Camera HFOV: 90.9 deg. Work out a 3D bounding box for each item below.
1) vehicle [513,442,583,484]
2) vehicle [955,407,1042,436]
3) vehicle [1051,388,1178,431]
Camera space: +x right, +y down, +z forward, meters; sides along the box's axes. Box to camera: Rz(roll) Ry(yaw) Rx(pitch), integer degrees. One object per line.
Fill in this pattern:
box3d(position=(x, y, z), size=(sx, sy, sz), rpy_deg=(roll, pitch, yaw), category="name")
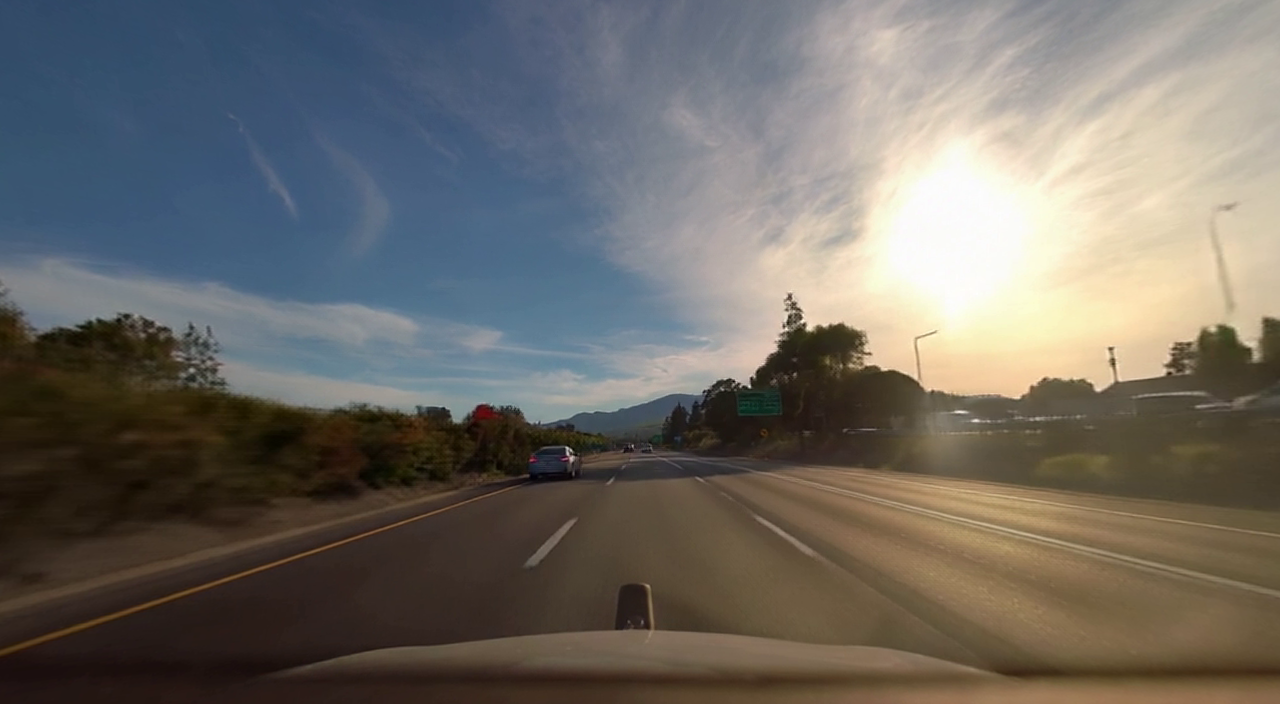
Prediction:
box3d(position=(-3.553, 4.381, 25.305), size=(2.021, 1.526, 4.385), rpy_deg=(0, -8, 2), category="vehicle")
box3d(position=(21.872, 4.322, 38.687), size=(4.449, 1.608, 1.973), rpy_deg=(-4, -10, 27), category="vehicle")
box3d(position=(21.898, 2.722, 29.323), size=(4.214, 1.476, 1.936), rpy_deg=(-7, -14, 24), category="vehicle")
